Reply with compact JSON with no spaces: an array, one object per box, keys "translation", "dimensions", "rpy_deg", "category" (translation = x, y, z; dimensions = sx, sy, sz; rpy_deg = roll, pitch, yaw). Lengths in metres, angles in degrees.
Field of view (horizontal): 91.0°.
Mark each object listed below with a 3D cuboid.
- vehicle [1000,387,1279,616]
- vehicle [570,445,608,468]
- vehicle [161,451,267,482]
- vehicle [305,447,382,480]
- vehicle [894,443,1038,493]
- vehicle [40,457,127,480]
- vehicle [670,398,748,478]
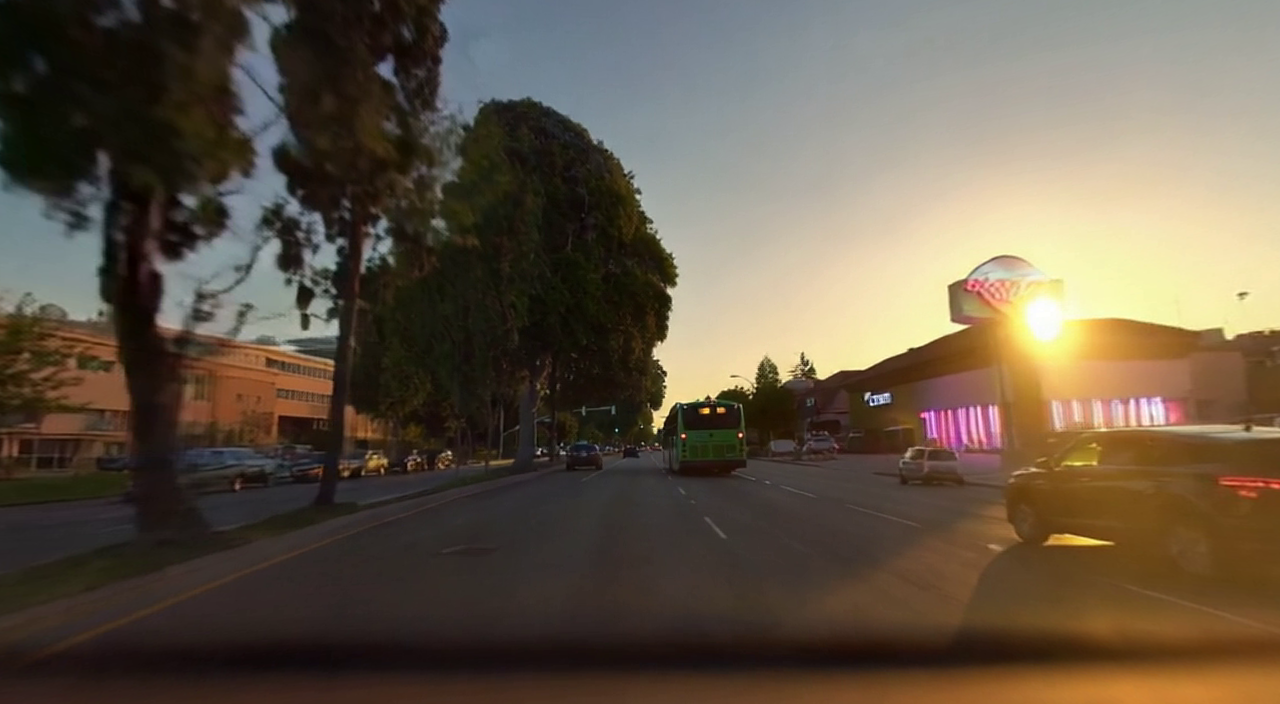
[{"translation":[6.020,1.356,6.186],"dimensions":[2.129,1.754,4.668],"rpy_deg":[0,-9,0],"category":"vehicle"},{"translation":[-3.294,6.851,41.333],"dimensions":[2.211,1.416,4.179],"rpy_deg":[0,-9,-1],"category":"vehicle"},{"translation":[-24.981,6.722,37.053],"dimensions":[4.724,1.734,2.076],"rpy_deg":[0,-9,1],"category":"vehicle"},{"translation":[-19.190,7.239,41.153],"dimensions":[2.123,1.905,5.972],"rpy_deg":[-2,-9,1],"category":"vehicle"},{"translation":[10.520,3.751,20.875],"dimensions":[2.073,1.443,4.860],"rpy_deg":[0,-9,-2],"category":"vehicle"},{"translation":[-38.625,8.103,43.714],"dimensions":[4.232,1.507,1.795],"rpy_deg":[0,-9,-2],"category":"vehicle"},{"translation":[3.038,4.226,30.597],"dimensions":[2.766,3.306,9.281],"rpy_deg":[0,-9,0],"category":"vehicle"}]
